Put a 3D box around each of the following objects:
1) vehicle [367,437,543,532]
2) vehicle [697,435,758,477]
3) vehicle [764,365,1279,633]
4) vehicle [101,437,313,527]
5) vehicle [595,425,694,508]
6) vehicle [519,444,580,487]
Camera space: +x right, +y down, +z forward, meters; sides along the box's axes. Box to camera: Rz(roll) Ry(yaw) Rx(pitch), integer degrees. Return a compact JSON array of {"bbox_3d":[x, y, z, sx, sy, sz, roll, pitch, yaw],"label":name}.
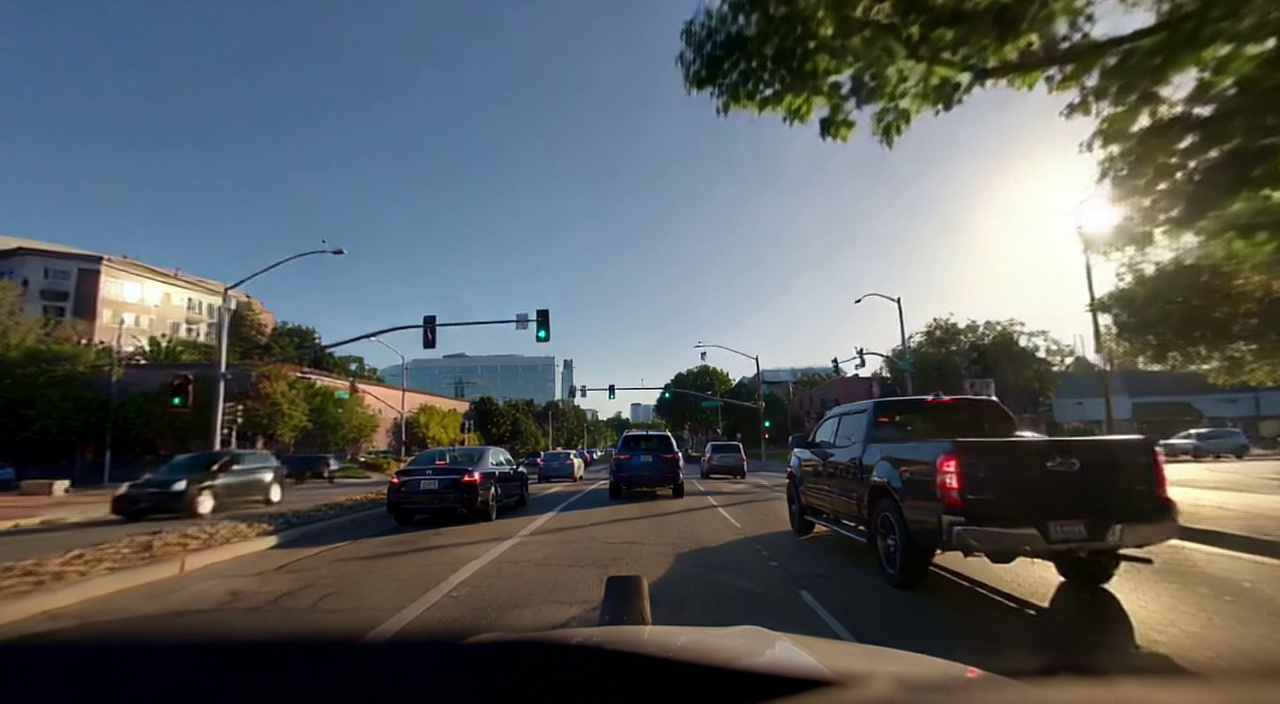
[{"bbox_3d":[-3.278,2.423,12.321,1.909,1.476,4.751,0,-8,1],"label":"vehicle"},{"bbox_3d":[4.306,5.204,31.944,2.408,1.908,5.355,0,-8,1],"label":"vehicle"},{"bbox_3d":[3.308,1.425,7.367,2.571,1.857,5.841,0,-8,0],"label":"vehicle"},{"bbox_3d":[-10.258,3.046,15.538,2.099,1.813,4.583,-1,-8,-2],"label":"vehicle"},{"bbox_3d":[0.124,2.748,15.572,2.113,1.768,3.901,0,-8,1],"label":"vehicle"},{"bbox_3d":[-3.394,4.332,24.497,2.072,1.450,4.612,1,-8,-5],"label":"vehicle"}]
